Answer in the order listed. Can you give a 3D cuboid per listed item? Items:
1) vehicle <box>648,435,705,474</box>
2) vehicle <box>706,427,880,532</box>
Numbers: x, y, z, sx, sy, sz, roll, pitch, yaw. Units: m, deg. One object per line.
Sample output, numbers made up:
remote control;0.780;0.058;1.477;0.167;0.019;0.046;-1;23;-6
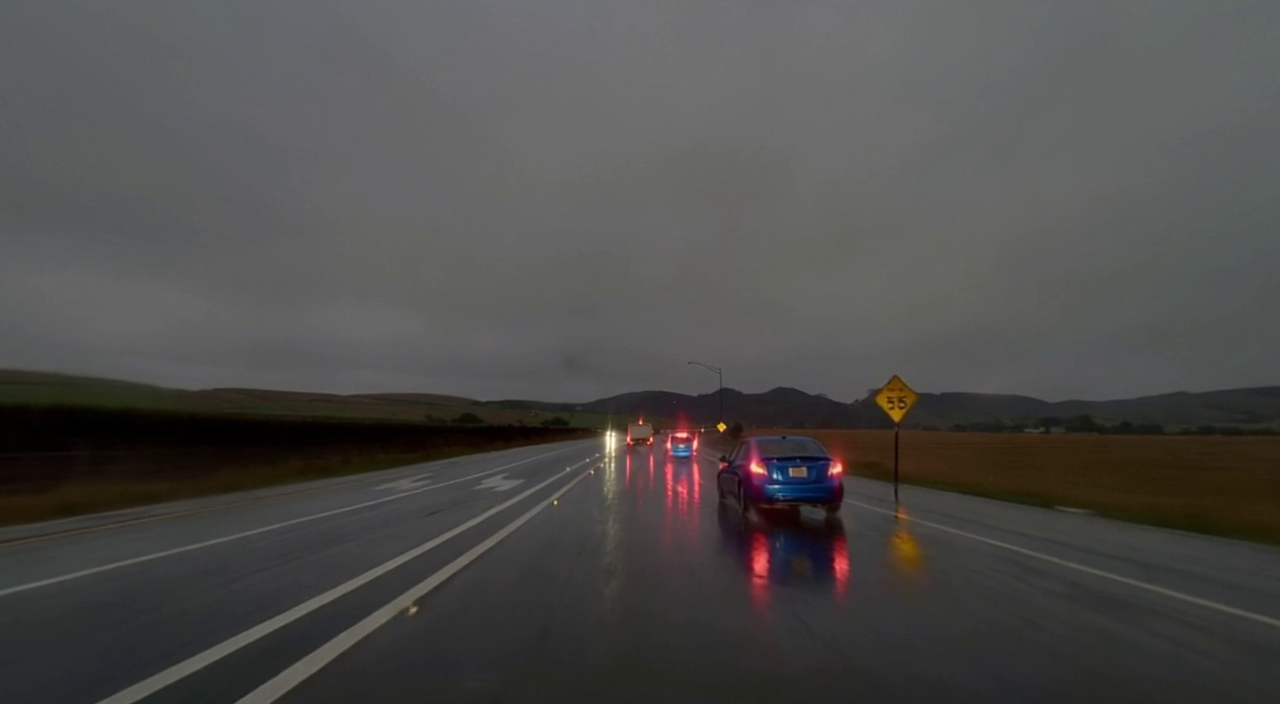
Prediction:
vehicle;1.444;4.313;26.760;2.026;1.531;4.273;0;-8;-2
vehicle;2.474;2.178;11.349;2.007;1.534;3.976;0;-8;-2
